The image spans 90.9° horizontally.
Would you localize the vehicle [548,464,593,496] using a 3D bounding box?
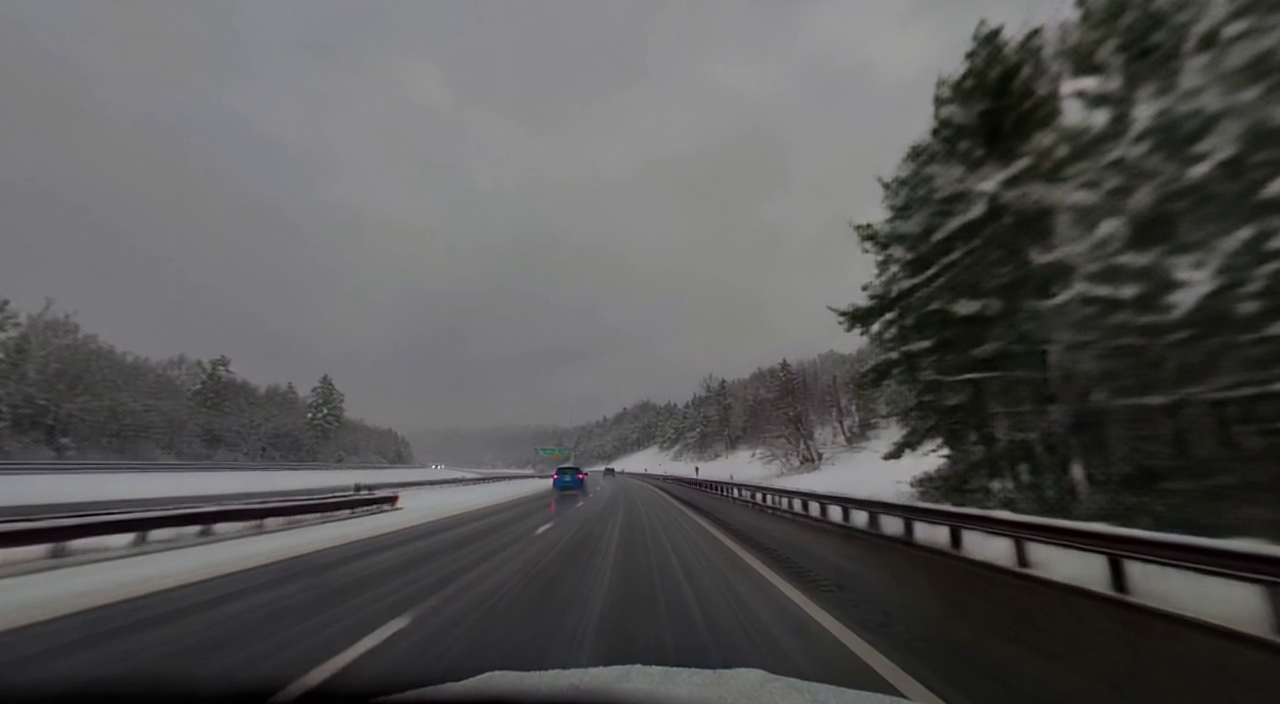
[{"bbox_3d":[-3.652,6.863,33.915,1.967,1.556,4.364,1,-10,-1],"label":"vehicle"}]
